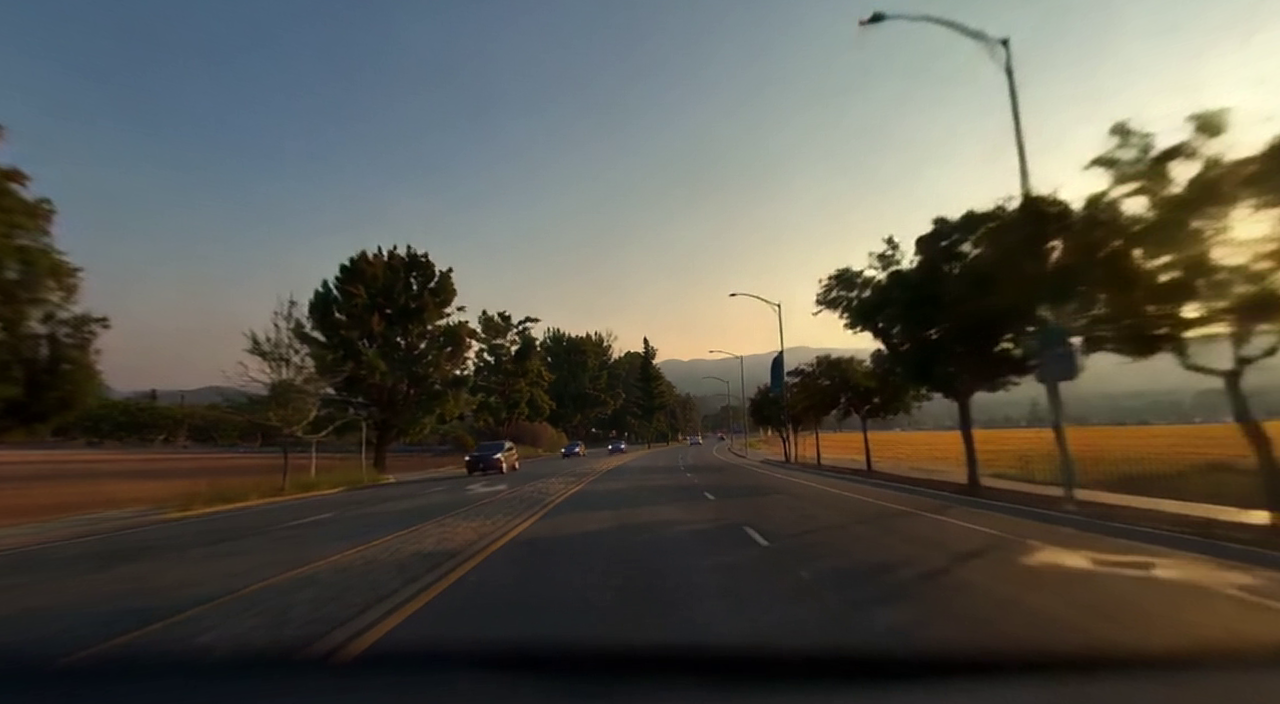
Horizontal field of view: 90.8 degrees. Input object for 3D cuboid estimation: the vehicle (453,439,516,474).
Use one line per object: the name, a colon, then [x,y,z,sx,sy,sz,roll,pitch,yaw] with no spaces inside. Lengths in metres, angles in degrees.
vehicle: [-8.099,5.477,33.401,2.058,1.680,4.315,0,-8,2]
